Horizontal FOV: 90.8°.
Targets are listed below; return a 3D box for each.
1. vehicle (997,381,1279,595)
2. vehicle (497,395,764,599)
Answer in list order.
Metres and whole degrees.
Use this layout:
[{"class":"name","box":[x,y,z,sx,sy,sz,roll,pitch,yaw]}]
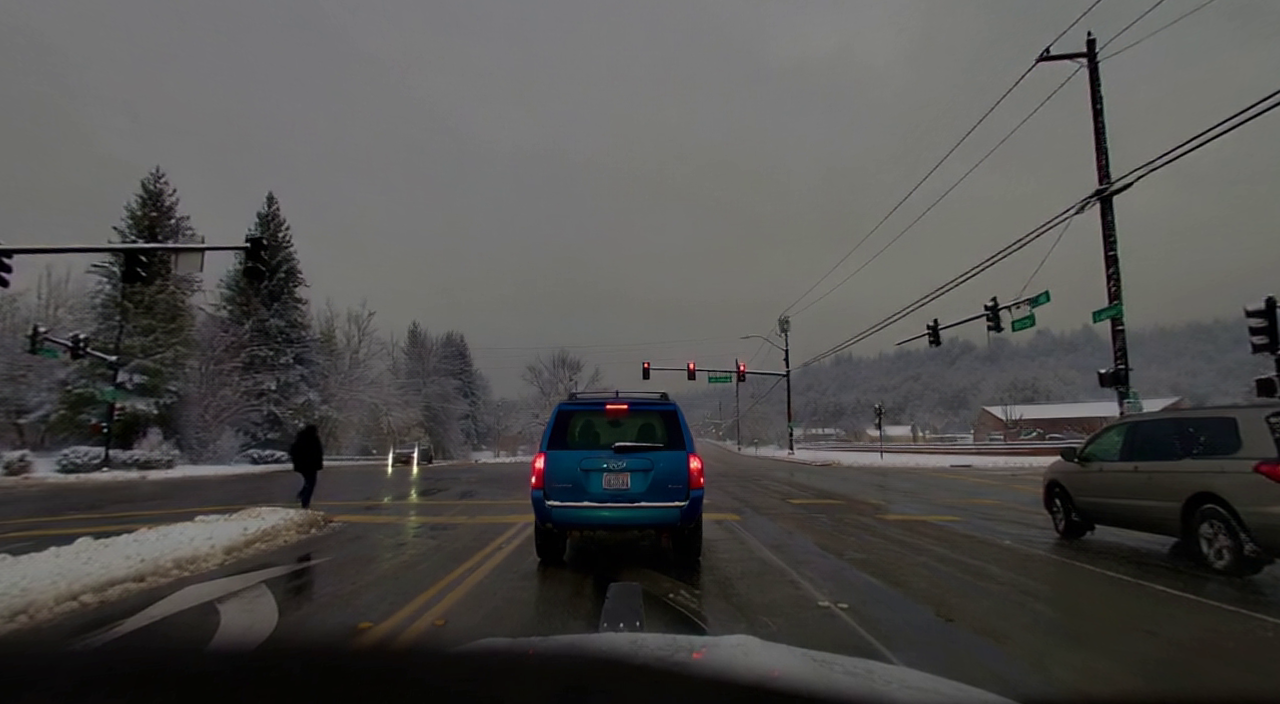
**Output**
[{"class":"vehicle","box":[6.575,1.439,7.239,2.119,1.827,4.806,0,-9,0]},{"class":"vehicle","box":[-0.112,1.562,7.632,2.285,1.729,4.252,0,-9,-1]}]
